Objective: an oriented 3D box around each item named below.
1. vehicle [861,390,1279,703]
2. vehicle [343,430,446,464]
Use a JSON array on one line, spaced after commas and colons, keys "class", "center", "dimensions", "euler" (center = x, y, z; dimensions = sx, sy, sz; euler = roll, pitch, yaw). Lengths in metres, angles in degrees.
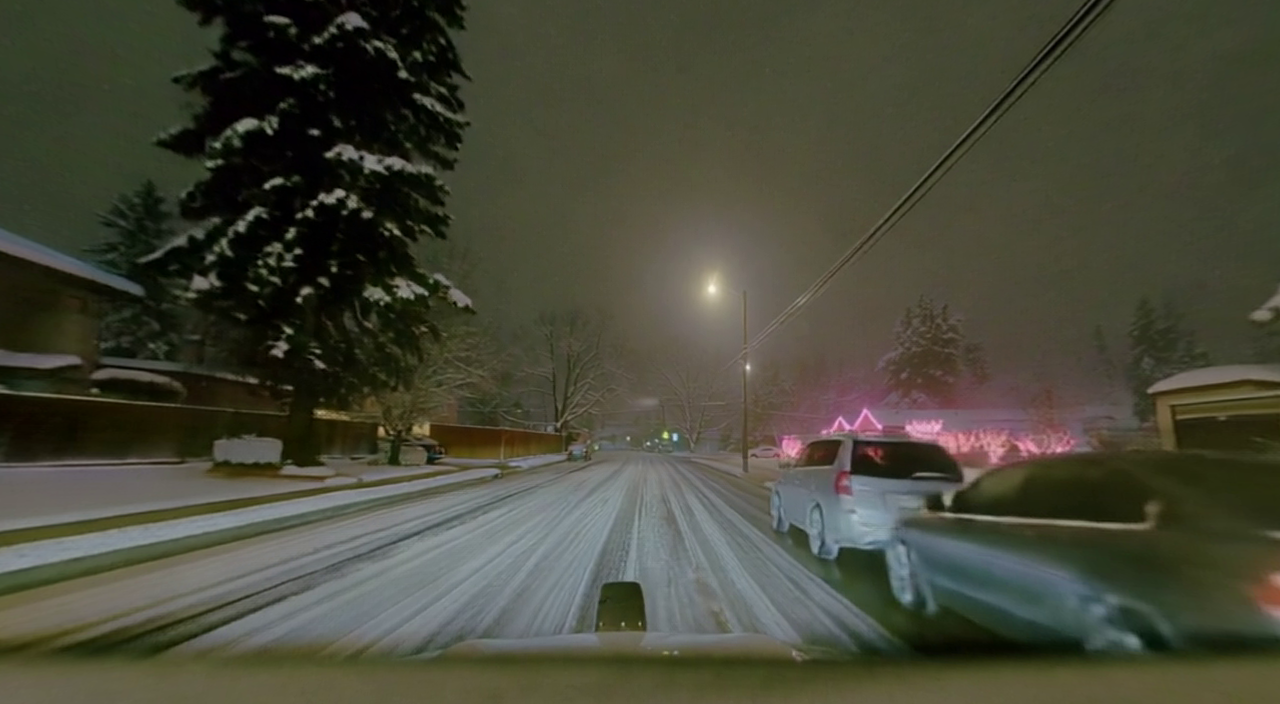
[{"class": "vehicle", "center": [3.077, 1.207, 3.802], "dimensions": [1.976, 1.552, 4.442], "euler": [1, -9, 2]}, {"class": "vehicle", "center": [-13.884, 5.428, 35.795], "dimensions": [4.928, 1.844, 2.163], "euler": [0, -9, -3]}]
